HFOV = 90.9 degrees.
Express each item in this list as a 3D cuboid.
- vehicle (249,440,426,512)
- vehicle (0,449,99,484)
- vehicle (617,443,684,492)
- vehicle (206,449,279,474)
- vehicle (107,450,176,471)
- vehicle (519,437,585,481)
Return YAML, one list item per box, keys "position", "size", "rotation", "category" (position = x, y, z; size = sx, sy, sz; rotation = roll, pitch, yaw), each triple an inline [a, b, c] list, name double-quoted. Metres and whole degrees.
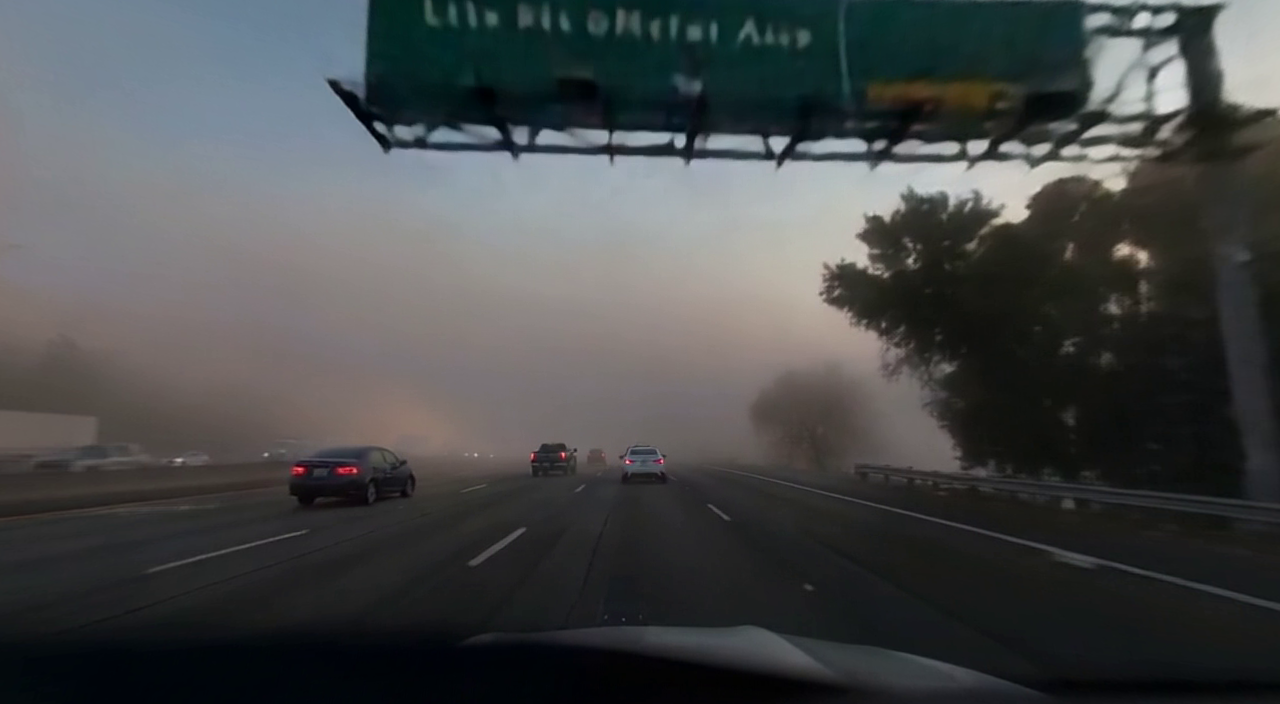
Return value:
- position: [-7.066, 2.919, 15.423]
  size: [1.974, 1.464, 4.733]
  rotation: [0, -8, 0]
  category: "vehicle"
- position: [-28.505, 5.324, 29.769]
  size: [1.887, 1.478, 4.790]
  rotation: [0, -8, -3]
  category: "vehicle"
- position: [0.272, 3.886, 21.614]
  size: [2.082, 1.482, 4.126]
  rotation: [0, -8, -2]
  category: "vehicle"
- position: [-24.995, 6.877, 39.862]
  size: [1.868, 1.472, 4.438]
  rotation: [0, -8, -2]
  category: "vehicle"
- position: [-37.254, 8.130, 47.285]
  size: [1.786, 1.446, 4.470]
  rotation: [1, -8, -4]
  category: "vehicle"
- position: [-3.826, 4.752, 28.344]
  size: [2.289, 1.777, 4.534]
  rotation: [0, -8, 0]
  category: "vehicle"
